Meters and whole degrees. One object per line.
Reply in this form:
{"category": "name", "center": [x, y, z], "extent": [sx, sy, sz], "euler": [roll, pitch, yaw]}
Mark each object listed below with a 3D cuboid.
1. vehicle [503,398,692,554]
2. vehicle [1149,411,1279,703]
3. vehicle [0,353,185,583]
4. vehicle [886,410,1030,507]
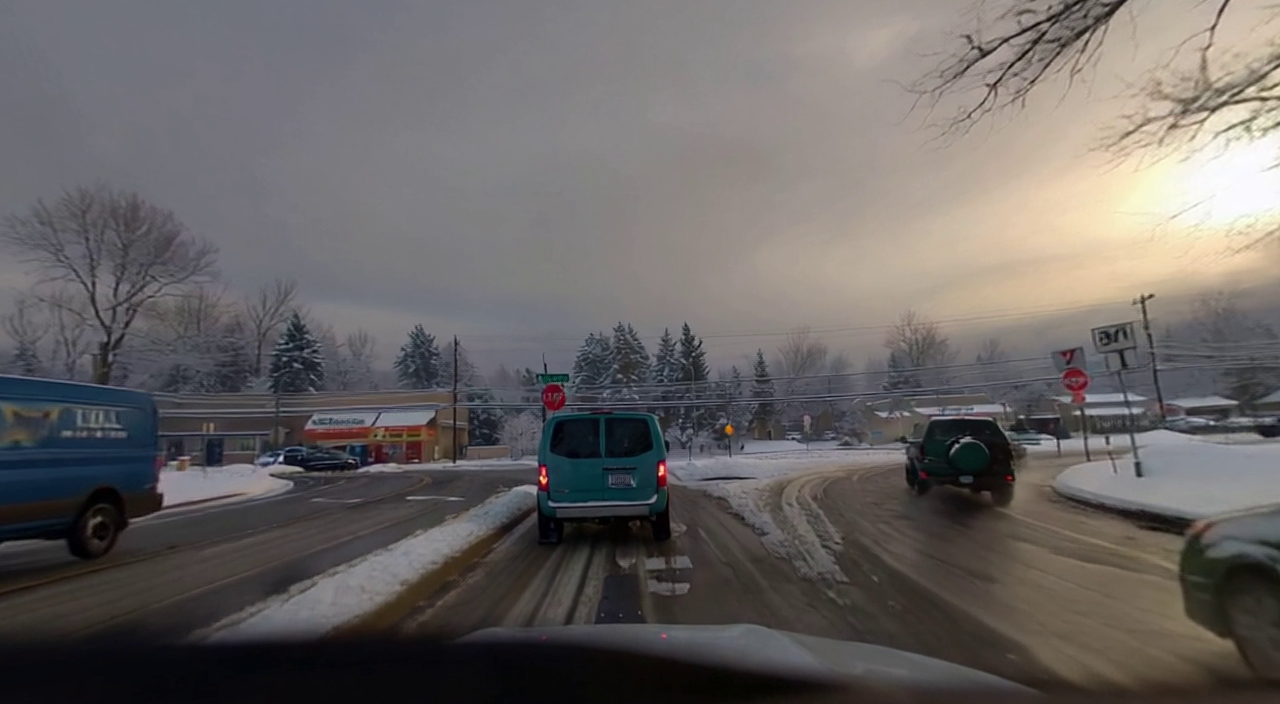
{"category": "vehicle", "center": [-0.432, 1.813, 9.823], "extent": [2.237, 1.828, 4.546], "euler": [0, -9, 2]}
{"category": "vehicle", "center": [4.084, 0.786, 1.357], "extent": [2.079, 1.504, 4.828], "euler": [0, -9, 2]}
{"category": "vehicle", "center": [-8.016, 1.248, 6.789], "extent": [2.426, 2.410, 5.046], "euler": [0, -9, 0]}
{"category": "vehicle", "center": [7.564, 2.590, 15.654], "extent": [2.204, 1.973, 4.946], "euler": [-2, -9, 16]}
